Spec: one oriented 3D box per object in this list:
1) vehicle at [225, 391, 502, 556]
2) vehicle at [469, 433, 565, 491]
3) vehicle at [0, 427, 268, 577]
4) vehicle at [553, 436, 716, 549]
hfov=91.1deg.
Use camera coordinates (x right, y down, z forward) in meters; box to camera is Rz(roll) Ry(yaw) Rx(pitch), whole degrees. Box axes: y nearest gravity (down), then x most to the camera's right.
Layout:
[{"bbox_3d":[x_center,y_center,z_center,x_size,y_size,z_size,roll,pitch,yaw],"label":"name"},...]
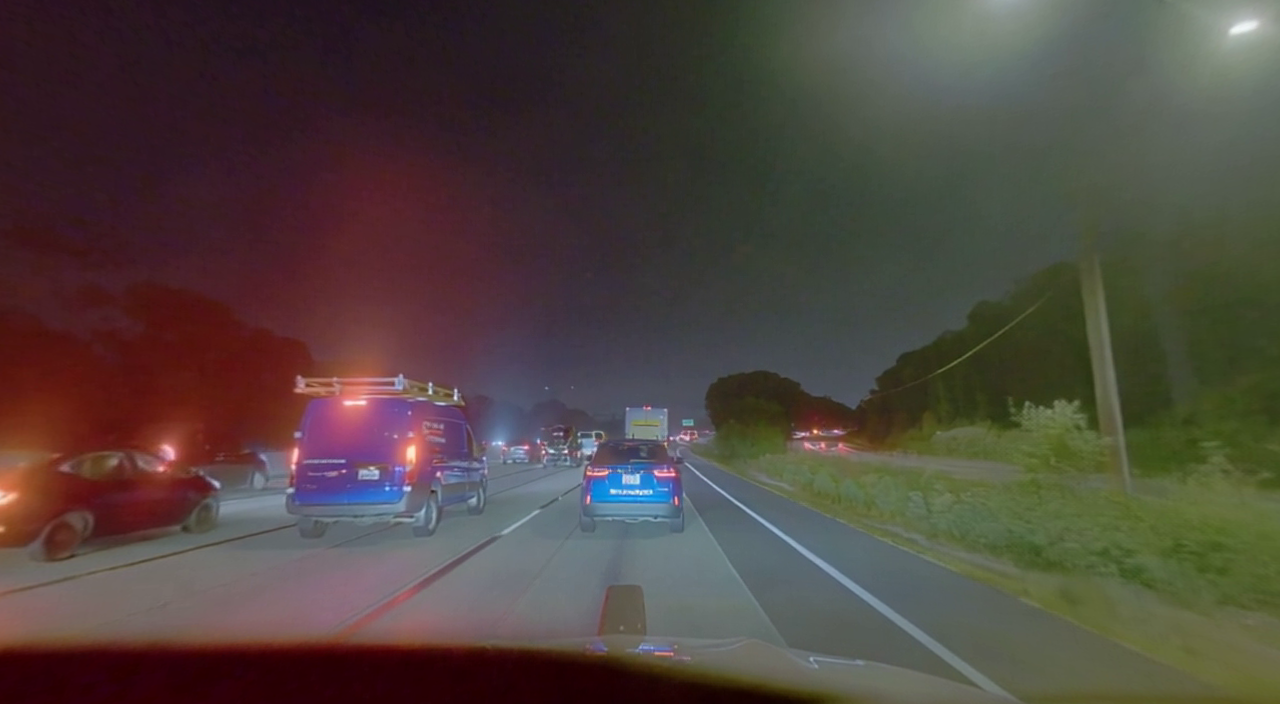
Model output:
[{"bbox_3d":[-3.819,1.788,9.867,2.142,1.952,4.556,0,-8,2],"label":"vehicle"},{"bbox_3d":[-3.821,3.494,20.383,2.114,1.657,4.432,0,-8,1],"label":"vehicle"},{"bbox_3d":[-7.392,1.825,8.425,1.933,1.506,4.504,0,-8,1],"label":"vehicle"},{"bbox_3d":[-0.061,2.083,10.033,2.054,1.421,4.090,0,-8,0],"label":"vehicle"}]
